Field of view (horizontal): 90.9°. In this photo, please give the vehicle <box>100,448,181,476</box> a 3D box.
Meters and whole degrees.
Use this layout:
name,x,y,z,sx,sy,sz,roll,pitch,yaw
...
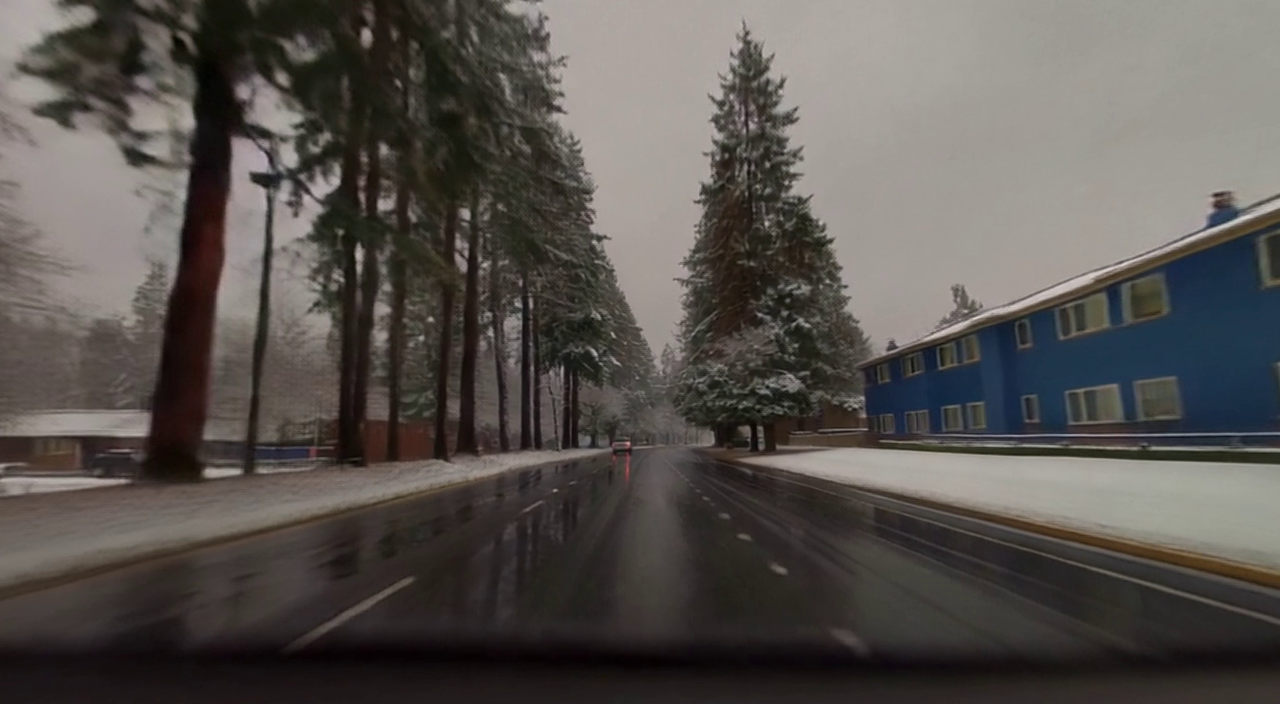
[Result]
name,x,y,z,sx,sy,sz,roll,pitch,yaw
vehicle,-34.256,7.509,43.336,2.036,1.754,4.177,0,-8,1
